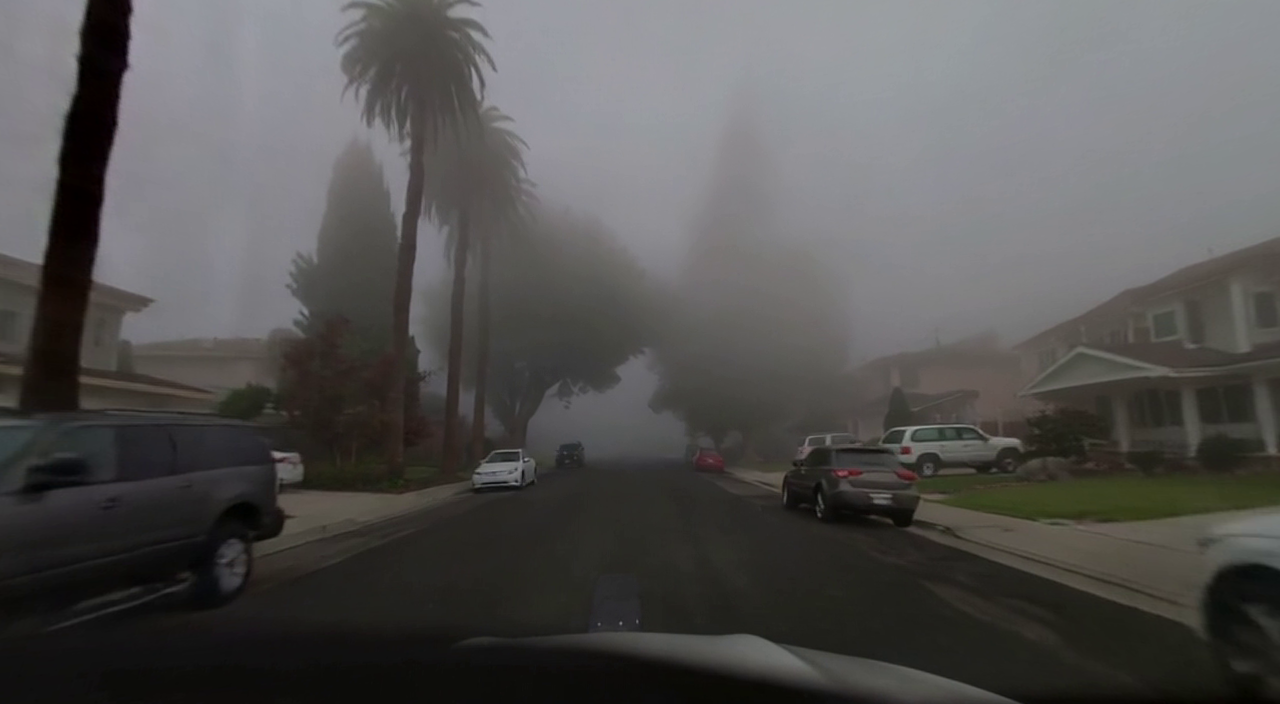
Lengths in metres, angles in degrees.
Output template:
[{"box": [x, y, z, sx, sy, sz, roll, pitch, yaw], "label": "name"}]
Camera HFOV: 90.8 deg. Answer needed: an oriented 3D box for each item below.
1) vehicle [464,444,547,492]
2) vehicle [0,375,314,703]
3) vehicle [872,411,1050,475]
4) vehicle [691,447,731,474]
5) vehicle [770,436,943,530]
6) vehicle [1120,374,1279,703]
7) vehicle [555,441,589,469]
[{"box": [-4.652, 4.126, 22.600, 2.080, 1.479, 4.531, 0, -10, -2], "label": "vehicle"}, {"box": [-4.656, 1.202, 4.629, 2.147, 1.823, 4.725, 0, -7, -2], "label": "vehicle"}, {"box": [10.684, 3.075, 21.321, 4.871, 1.931, 1.929, -1, -9, -1], "label": "vehicle"}, {"box": [4.197, 6.477, 37.977, 1.867, 1.480, 4.678, 0, -9, 0], "label": "vehicle"}, {"box": [4.099, 2.539, 12.824, 1.987, 1.567, 4.112, 0, -9, -1], "label": "vehicle"}, {"box": [4.069, 0.776, 1.820, 2.072, 1.685, 4.160, 0, -9, 0], "label": "vehicle"}, {"box": [-5.038, 7.533, 46.512, 2.106, 1.914, 4.363, 2, -8, -11], "label": "vehicle"}]
